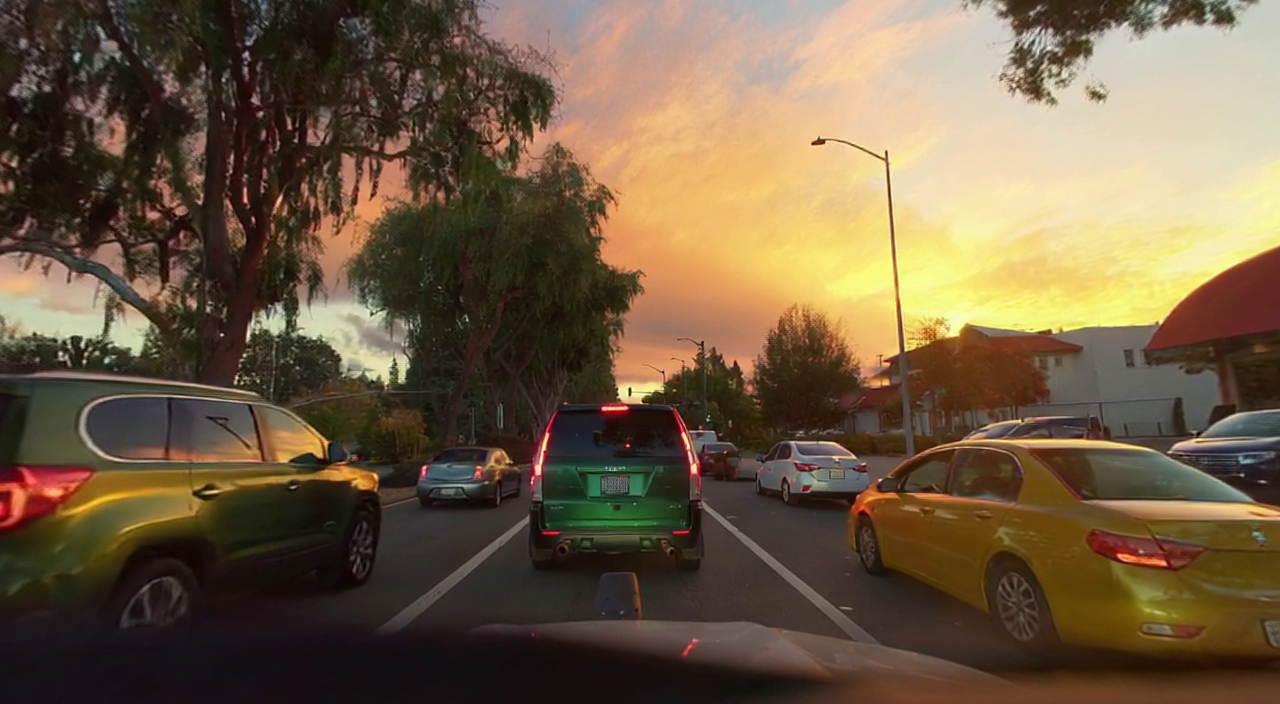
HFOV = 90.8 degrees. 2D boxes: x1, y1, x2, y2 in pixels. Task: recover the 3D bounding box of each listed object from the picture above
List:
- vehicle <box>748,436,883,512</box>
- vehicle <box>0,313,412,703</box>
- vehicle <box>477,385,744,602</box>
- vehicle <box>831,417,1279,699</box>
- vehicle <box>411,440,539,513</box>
[{"bbox_3d":[3.912,2.776,14.889,1.875,1.521,4.192,0,-9,-1],"label":"vehicle"},{"bbox_3d":[-3.632,1.087,4.642,2.231,1.853,4.461,0,-9,0],"label":"vehicle"},{"bbox_3d":[-0.295,1.507,7.511,2.238,1.825,4.190,0,-9,-1],"label":"vehicle"},{"bbox_3d":[3.366,1.425,5.605,1.900,1.477,4.352,0,-9,-1],"label":"vehicle"},{"bbox_3d":[-3.643,2.813,14.782,1.849,1.451,4.218,0,-9,0],"label":"vehicle"}]
